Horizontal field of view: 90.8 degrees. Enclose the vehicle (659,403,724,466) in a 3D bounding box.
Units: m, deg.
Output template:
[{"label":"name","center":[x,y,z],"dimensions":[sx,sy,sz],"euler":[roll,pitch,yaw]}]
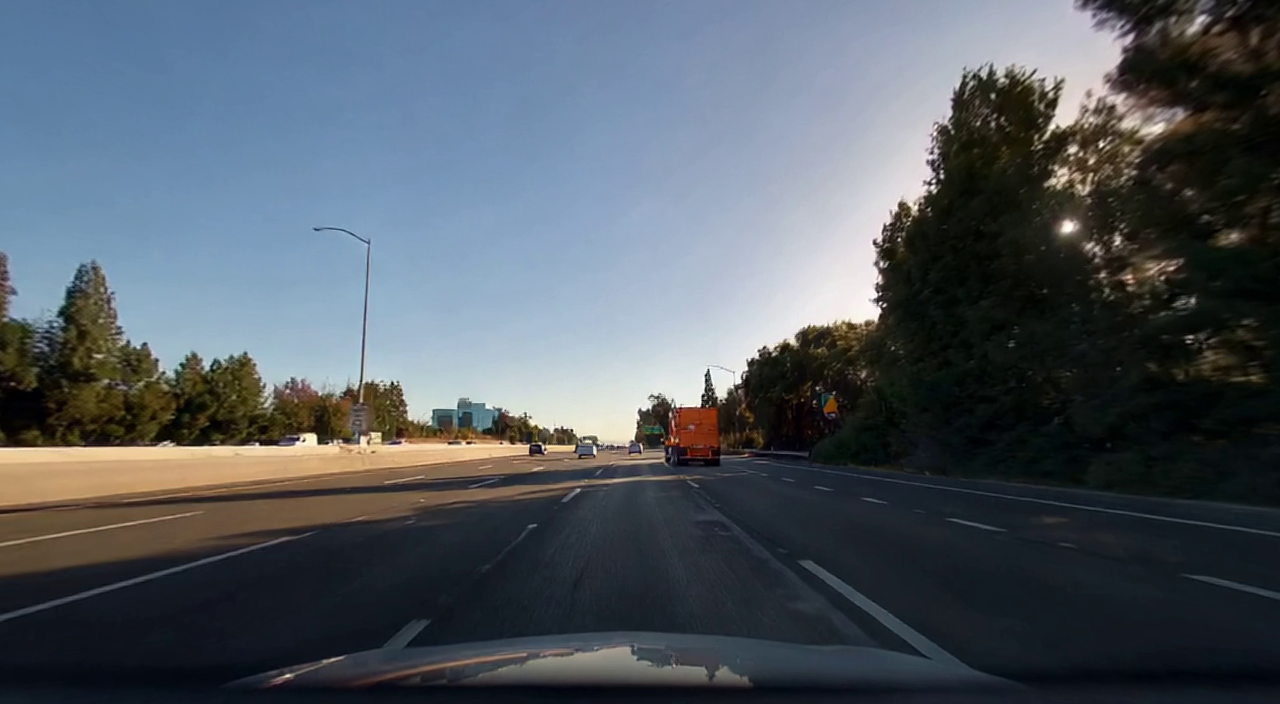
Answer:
[{"label":"vehicle","center":[3.087,5.515,41.407],"dimensions":[2.966,3.586,10.563],"euler":[0,-9,-2]}]
